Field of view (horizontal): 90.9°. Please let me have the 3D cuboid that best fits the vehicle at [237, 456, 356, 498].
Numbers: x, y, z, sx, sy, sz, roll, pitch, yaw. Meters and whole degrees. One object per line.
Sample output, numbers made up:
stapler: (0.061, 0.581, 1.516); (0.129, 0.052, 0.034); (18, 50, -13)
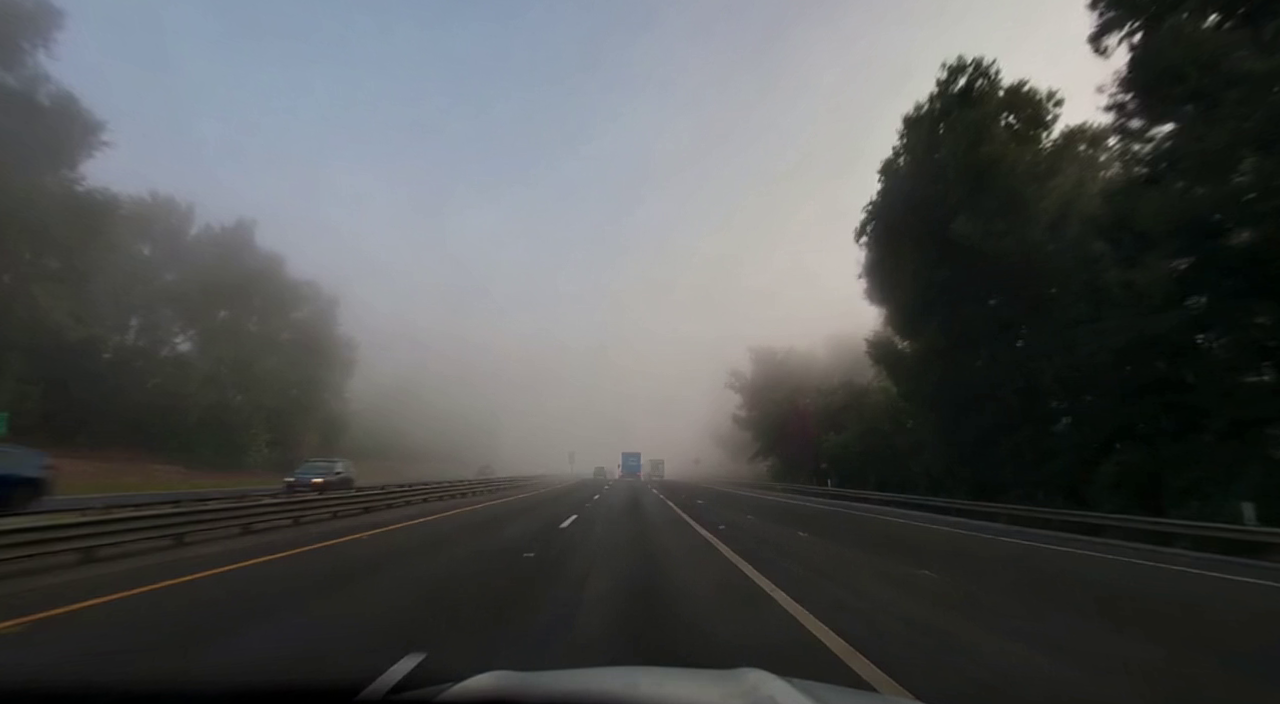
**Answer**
vehicle: (-12.944, 4.770, 24.131); (1.993, 1.406, 4.473); (1, -10, 0)
